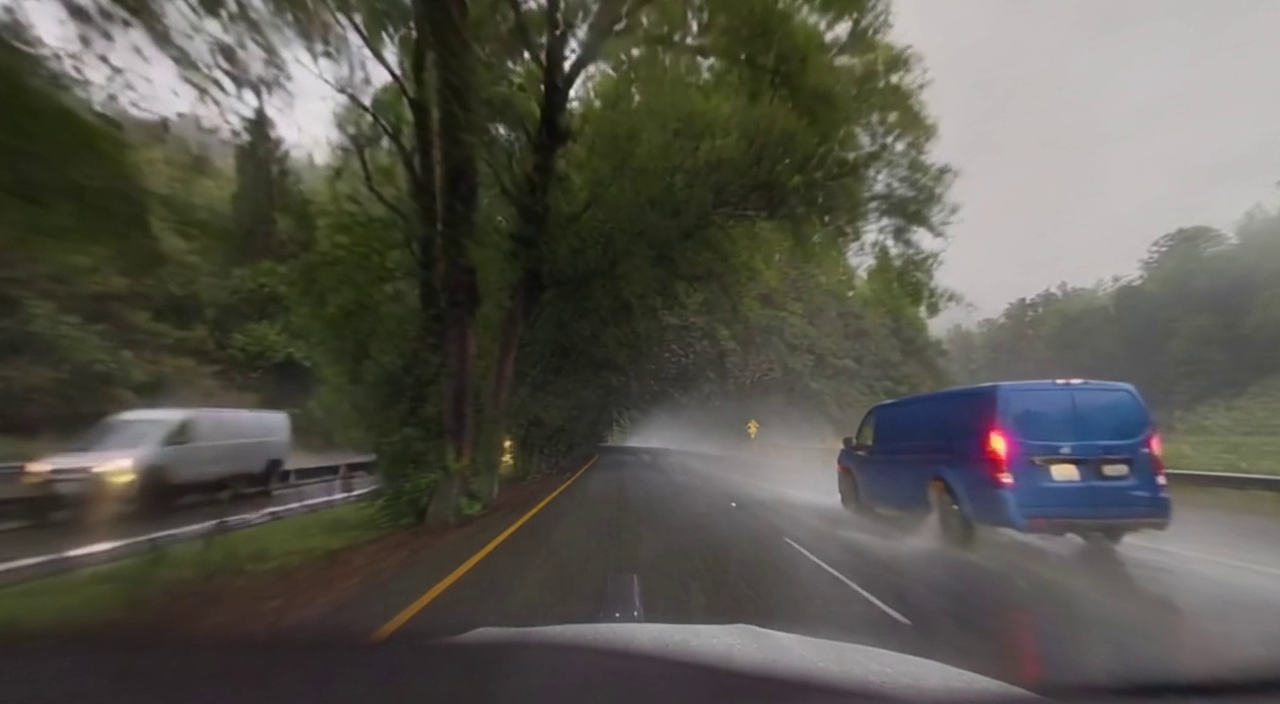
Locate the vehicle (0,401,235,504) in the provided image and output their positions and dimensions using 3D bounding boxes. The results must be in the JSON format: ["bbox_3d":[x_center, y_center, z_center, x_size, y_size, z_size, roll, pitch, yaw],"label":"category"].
[{"bbox_3d":[-12.522,2.367,15.326,2.109,2.086,4.935,0,-8,-2],"label":"vehicle"}]

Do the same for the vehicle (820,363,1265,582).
[{"bbox_3d":[4.000,1.289,7.560,2.240,1.801,4.545,0,-8,-1],"label":"vehicle"}]
